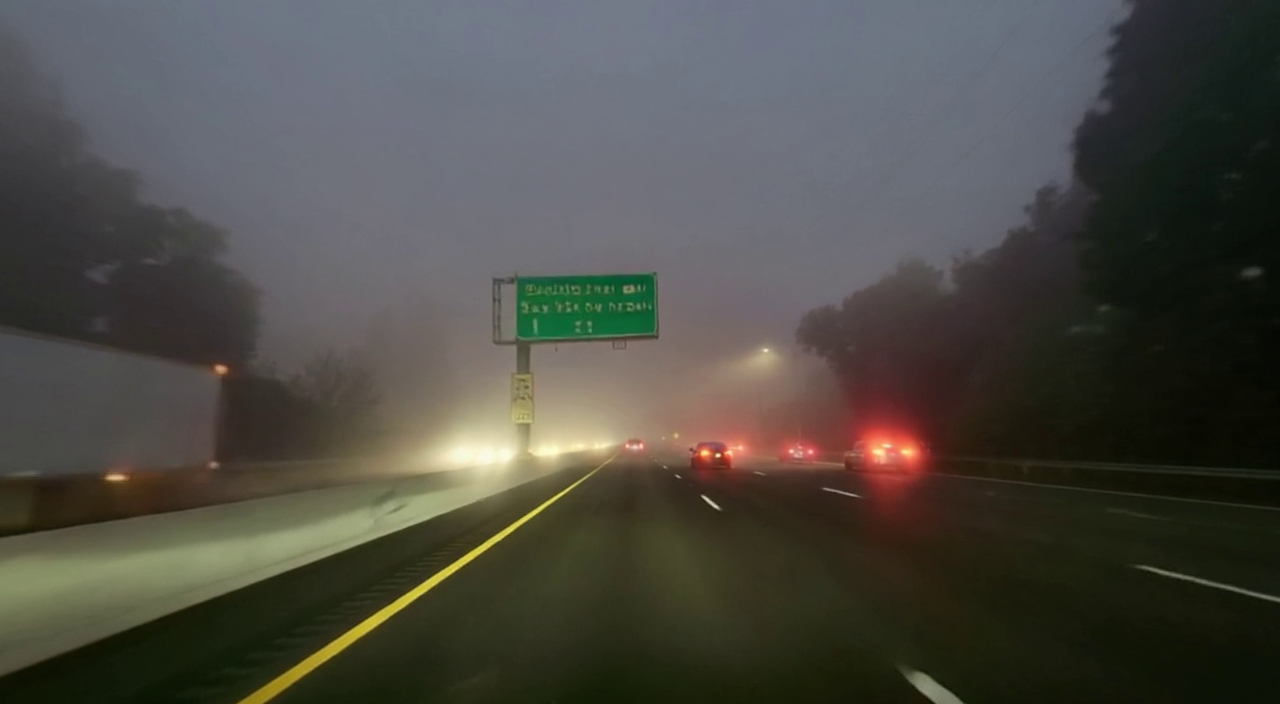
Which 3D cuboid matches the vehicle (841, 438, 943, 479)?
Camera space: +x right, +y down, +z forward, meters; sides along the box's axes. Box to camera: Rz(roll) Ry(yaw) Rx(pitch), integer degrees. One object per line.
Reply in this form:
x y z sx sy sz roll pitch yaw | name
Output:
10.256 4.356 26.228 1.987 1.502 5.130 0 -8 -1 | vehicle

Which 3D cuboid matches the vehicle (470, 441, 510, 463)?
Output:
-11.610 7.757 49.324 2.001 1.604 4.568 0 -8 0 | vehicle

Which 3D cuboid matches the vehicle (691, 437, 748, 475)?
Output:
3.633 4.843 29.663 2.018 1.600 4.121 0 -8 -2 | vehicle

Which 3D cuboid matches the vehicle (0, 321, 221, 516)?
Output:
-15.115 1.234 12.131 3.082 4.100 16.527 0 -8 -1 | vehicle
